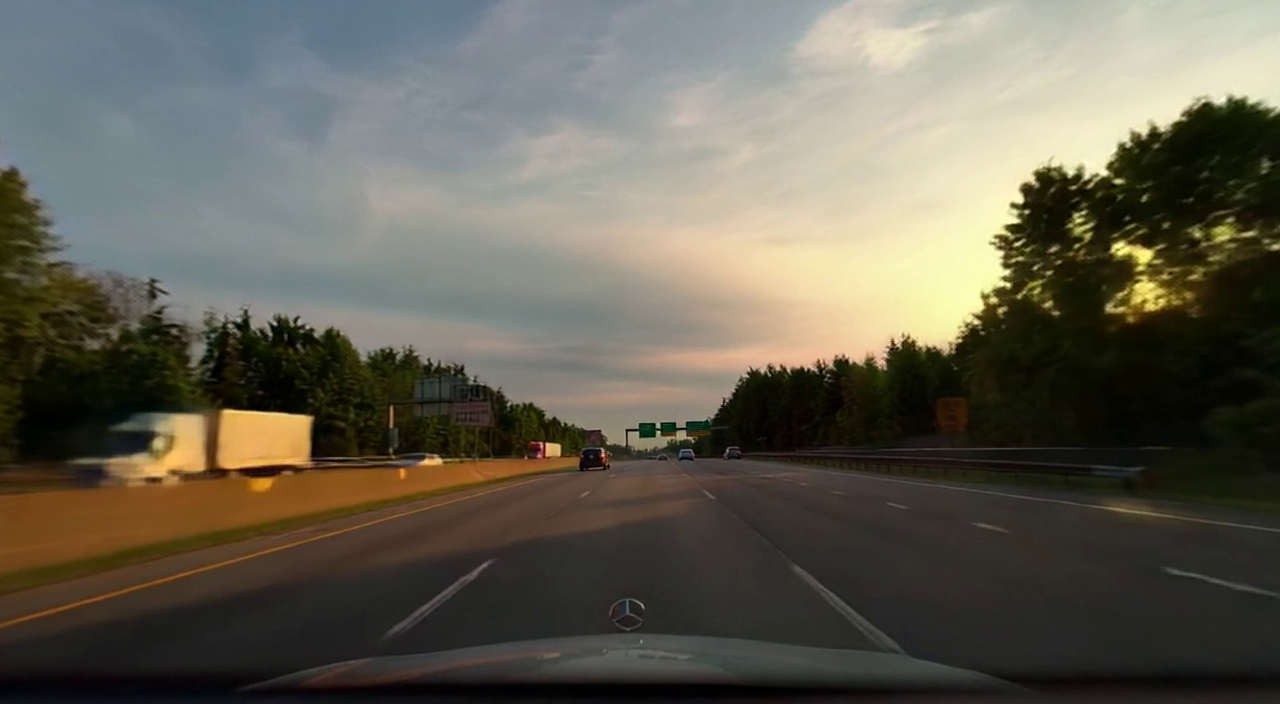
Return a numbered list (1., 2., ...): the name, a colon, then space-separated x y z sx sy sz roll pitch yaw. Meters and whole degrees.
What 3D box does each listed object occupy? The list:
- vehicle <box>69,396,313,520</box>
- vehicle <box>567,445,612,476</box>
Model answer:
1. vehicle: -14.123 3.442 20.838 2.450 3.334 7.290 0 -9 1
2. vehicle: -2.820 6.164 36.077 2.086 1.650 4.122 -1 -9 2
